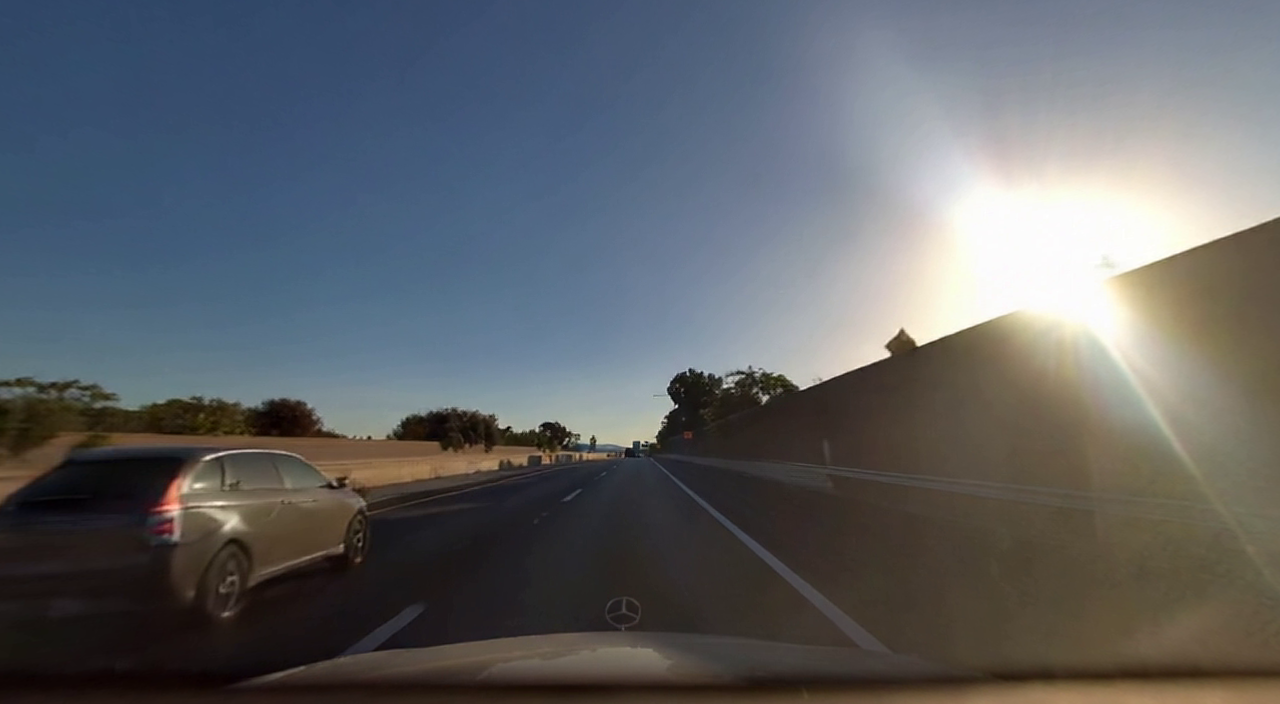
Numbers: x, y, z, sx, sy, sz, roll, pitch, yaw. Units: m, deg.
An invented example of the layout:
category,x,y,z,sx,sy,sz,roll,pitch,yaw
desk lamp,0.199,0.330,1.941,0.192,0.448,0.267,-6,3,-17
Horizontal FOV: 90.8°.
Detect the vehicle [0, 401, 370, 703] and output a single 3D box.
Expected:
category,x,y,z,sx,sy,sz,roll,pitch,yaw
vehicle,-4.070,1.380,5.214,1.844,1.620,4.142,0,-9,0
